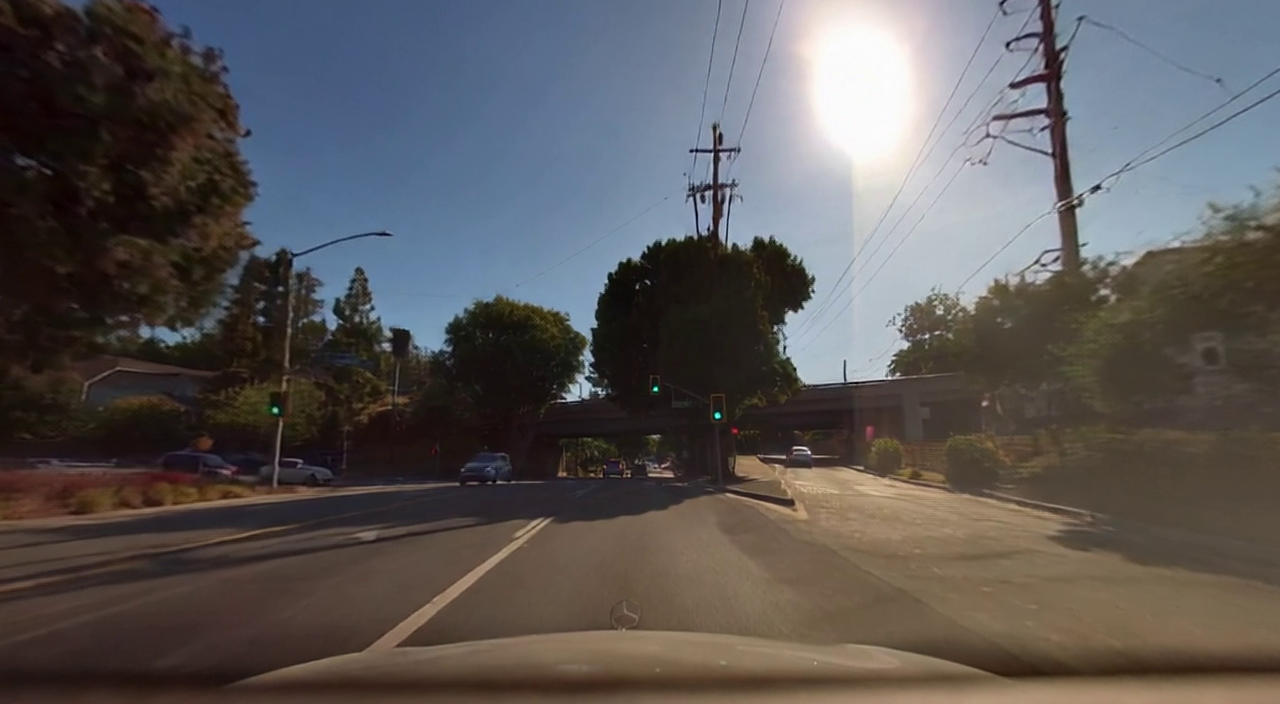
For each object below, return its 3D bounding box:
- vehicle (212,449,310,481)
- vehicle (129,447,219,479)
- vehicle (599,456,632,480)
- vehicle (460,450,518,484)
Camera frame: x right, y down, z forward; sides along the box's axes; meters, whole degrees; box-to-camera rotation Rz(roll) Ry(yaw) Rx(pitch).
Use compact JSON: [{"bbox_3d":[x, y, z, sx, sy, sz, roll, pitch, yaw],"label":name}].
[{"bbox_3d":[-20.162,6.034,33.791,3.877,1.623,2.049,1,-9,-6],"label":"vehicle"},{"bbox_3d":[-27.954,6.616,37.887,4.598,1.765,1.955,-3,-9,20],"label":"vehicle"},{"bbox_3d":[-1.735,8.432,46.150,1.997,1.542,4.202,-1,-9,4],"label":"vehicle"},{"bbox_3d":[-7.893,6.018,33.403,1.886,1.654,4.037,0,-9,2],"label":"vehicle"}]
